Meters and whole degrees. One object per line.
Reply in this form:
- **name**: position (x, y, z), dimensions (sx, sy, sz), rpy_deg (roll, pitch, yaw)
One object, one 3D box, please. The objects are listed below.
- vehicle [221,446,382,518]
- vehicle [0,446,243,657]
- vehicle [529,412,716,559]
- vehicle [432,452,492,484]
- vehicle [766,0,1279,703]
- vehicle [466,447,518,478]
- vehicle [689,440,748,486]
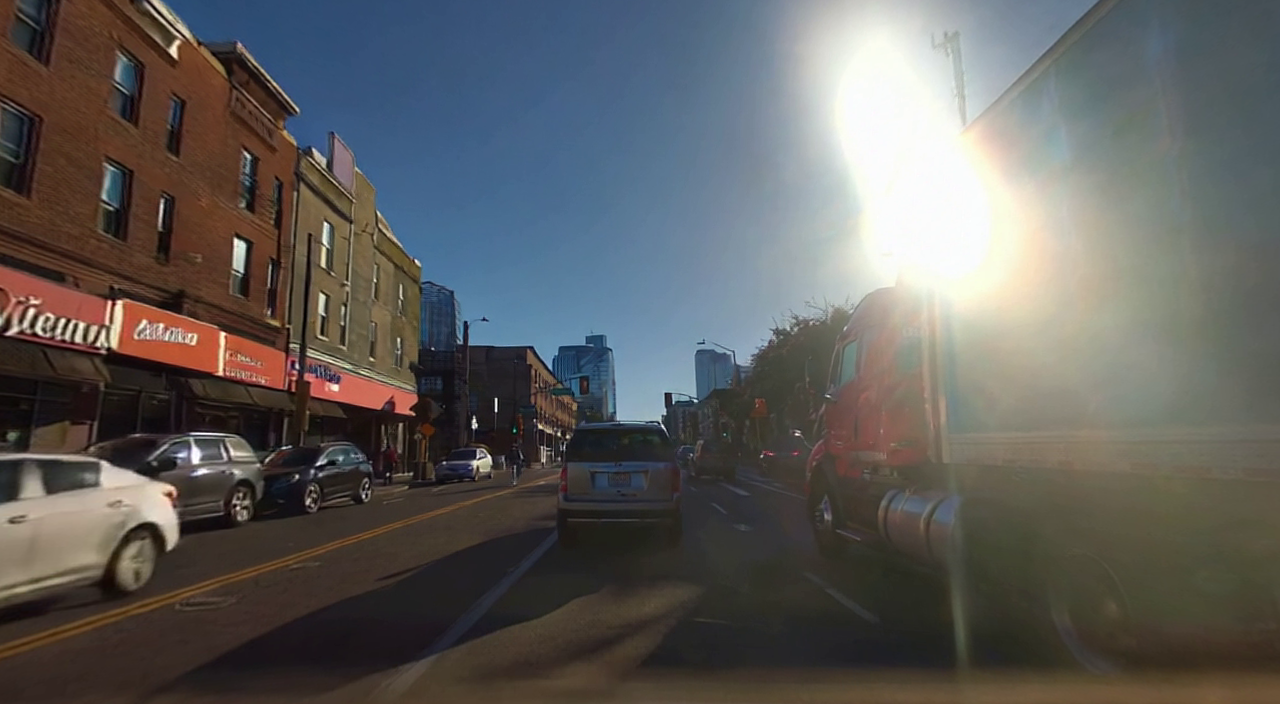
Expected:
- **vehicle**: position (-8.842, 3.375, 17.043), dimensions (1.896, 1.652, 4.269), rpy_deg (0, -8, 1)
- **vehicle**: position (-5.532, 1.494, 4.962), dimensions (1.997, 1.467, 4.373), rpy_deg (0, -8, 0)
- **vehicle**: position (-0.217, 1.970, 10.073), dimensions (2.283, 1.783, 4.548), rpy_deg (0, -8, 0)
- **vehicle**: position (-8.720, 5.700, 31.338), dimensions (1.805, 1.379, 4.359), rpy_deg (0, -8, -1)
- **vehicle**: position (2.913, -0.030, 2.197), dimensions (2.913, 3.771, 9.716), rpy_deg (0, -8, 0)
- **vehicle**: position (-8.700, 6.532, 37.534), dimensions (2.084, 1.686, 4.422), rpy_deg (0, -8, -1)
- **vehicle**: position (3.156, 4.537, 26.164), dimensions (2.159, 1.696, 4.316), rpy_deg (-1, -8, 4)
